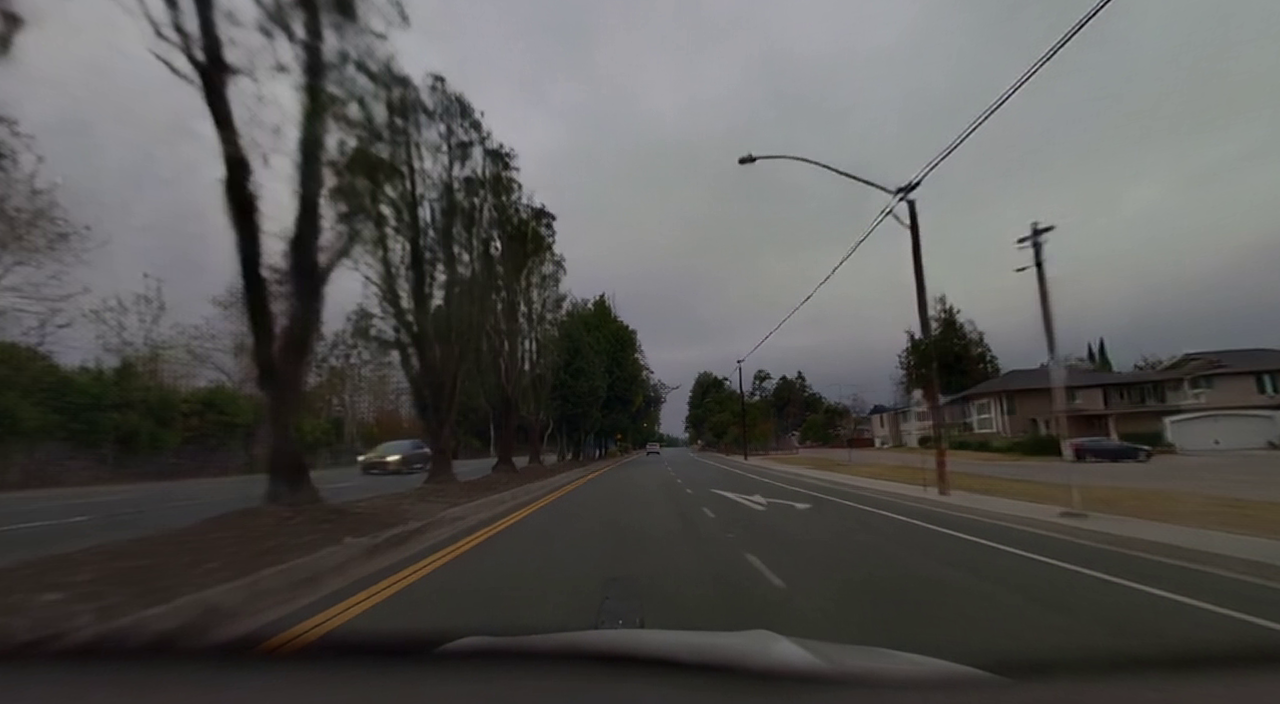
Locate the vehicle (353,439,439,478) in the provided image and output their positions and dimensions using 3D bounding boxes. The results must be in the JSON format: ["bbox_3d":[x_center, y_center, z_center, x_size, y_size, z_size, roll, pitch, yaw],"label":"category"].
[{"bbox_3d":[-12.217,5.356,32.072,2.134,1.782,4.916,-1,-8,4],"label":"vehicle"}]

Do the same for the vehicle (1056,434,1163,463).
[{"bbox_3d":[26.584,5.448,35.859,4.580,1.598,2.010,1,-8,-5],"label":"vehicle"}]
